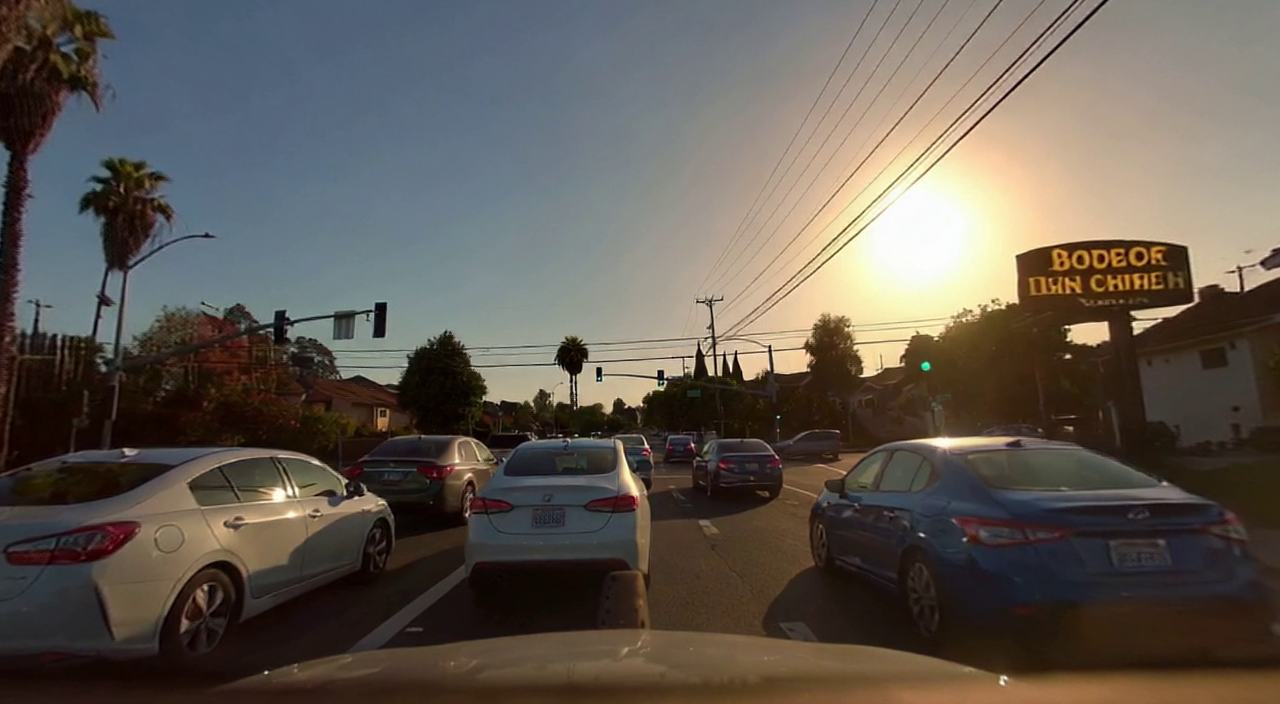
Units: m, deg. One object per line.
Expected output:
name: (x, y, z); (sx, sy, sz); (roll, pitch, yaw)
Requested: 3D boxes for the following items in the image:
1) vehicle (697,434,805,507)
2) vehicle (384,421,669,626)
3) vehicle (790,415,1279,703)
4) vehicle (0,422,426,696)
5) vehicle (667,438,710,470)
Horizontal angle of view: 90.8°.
vehicle: (2.680, 2.965, 16.316); (1.956, 1.615, 4.205); (0, -9, -1)
vehicle: (-0.873, 1.564, 6.681); (2.104, 1.500, 3.815); (0, -9, -1)
vehicle: (2.795, 1.361, 5.229); (2.014, 1.464, 4.312); (0, -8, 0)
vehicle: (-3.679, 1.461, 5.725); (2.058, 1.474, 4.473); (0, -9, -2)
vehicle: (2.761, 5.909, 36.824); (2.063, 1.750, 4.410); (0, -9, -1)
